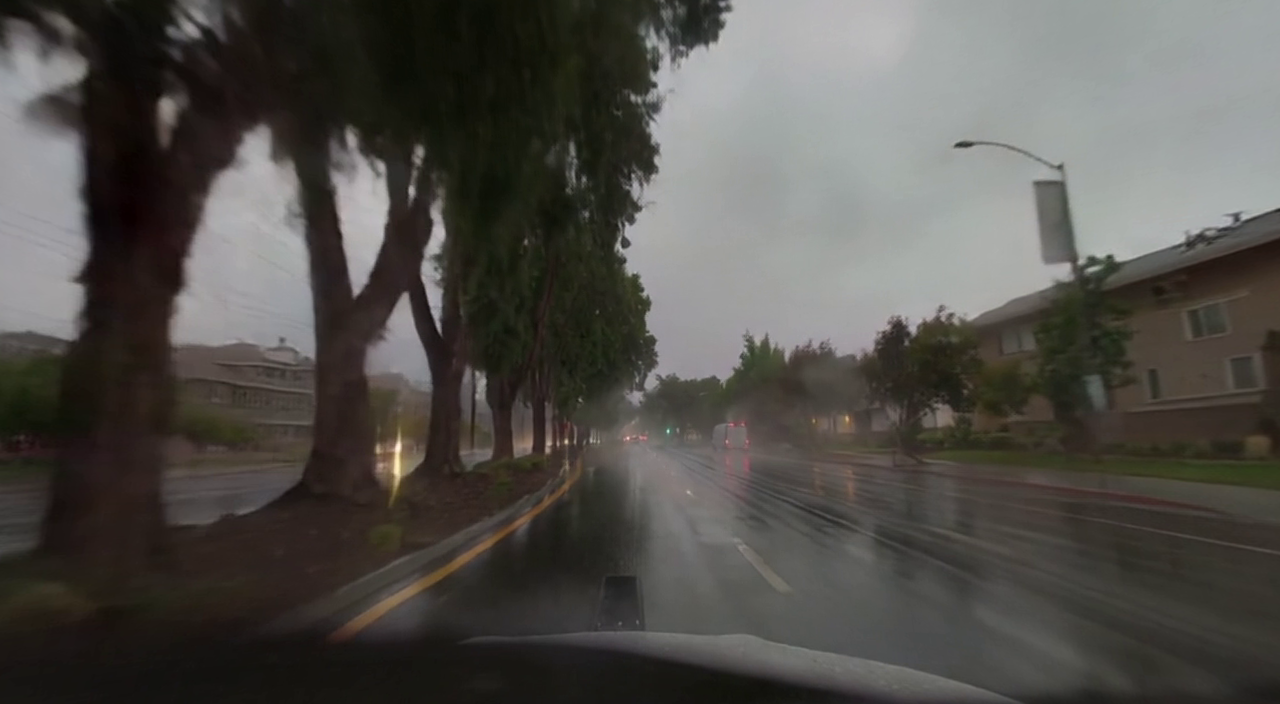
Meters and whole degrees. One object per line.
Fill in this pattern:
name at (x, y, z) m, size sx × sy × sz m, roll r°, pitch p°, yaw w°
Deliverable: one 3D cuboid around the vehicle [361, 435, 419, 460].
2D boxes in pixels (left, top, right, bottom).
vehicle at (-19.619, 7.564, 49.911) m, size 2.146 × 1.848 × 5.680 m, roll 0°, pitch -9°, yaw 2°
